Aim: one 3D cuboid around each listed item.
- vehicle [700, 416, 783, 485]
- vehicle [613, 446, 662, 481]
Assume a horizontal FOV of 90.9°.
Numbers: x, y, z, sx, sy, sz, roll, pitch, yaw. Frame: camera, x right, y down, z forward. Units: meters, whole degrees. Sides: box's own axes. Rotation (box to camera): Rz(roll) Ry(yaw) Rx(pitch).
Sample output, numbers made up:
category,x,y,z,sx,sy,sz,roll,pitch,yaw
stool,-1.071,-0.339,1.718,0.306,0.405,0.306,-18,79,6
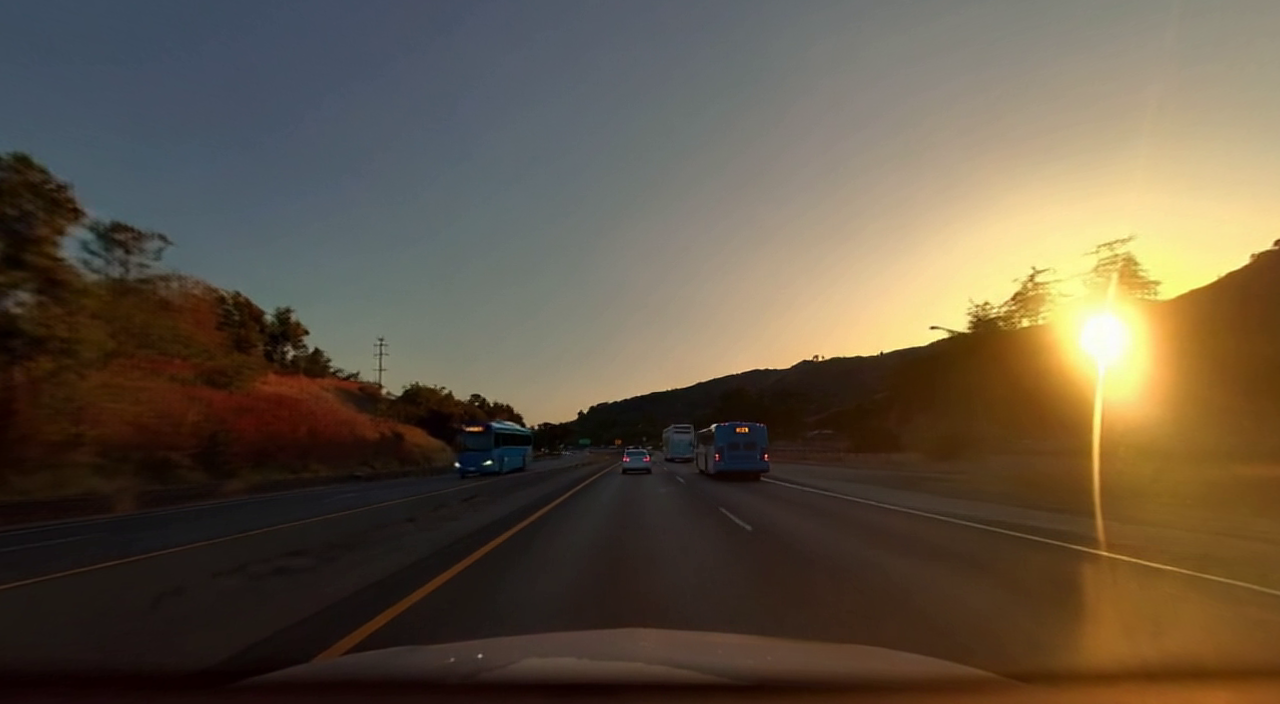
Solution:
category,x,y,z,sx,sy,sz,roll,pitch,yaw
vehicle,4.072,4.148,26.582,2.440,2.555,5.957,0,-9,-1
vehicle,-0.130,4.890,27.862,2.004,1.449,3.817,0,-9,-1
